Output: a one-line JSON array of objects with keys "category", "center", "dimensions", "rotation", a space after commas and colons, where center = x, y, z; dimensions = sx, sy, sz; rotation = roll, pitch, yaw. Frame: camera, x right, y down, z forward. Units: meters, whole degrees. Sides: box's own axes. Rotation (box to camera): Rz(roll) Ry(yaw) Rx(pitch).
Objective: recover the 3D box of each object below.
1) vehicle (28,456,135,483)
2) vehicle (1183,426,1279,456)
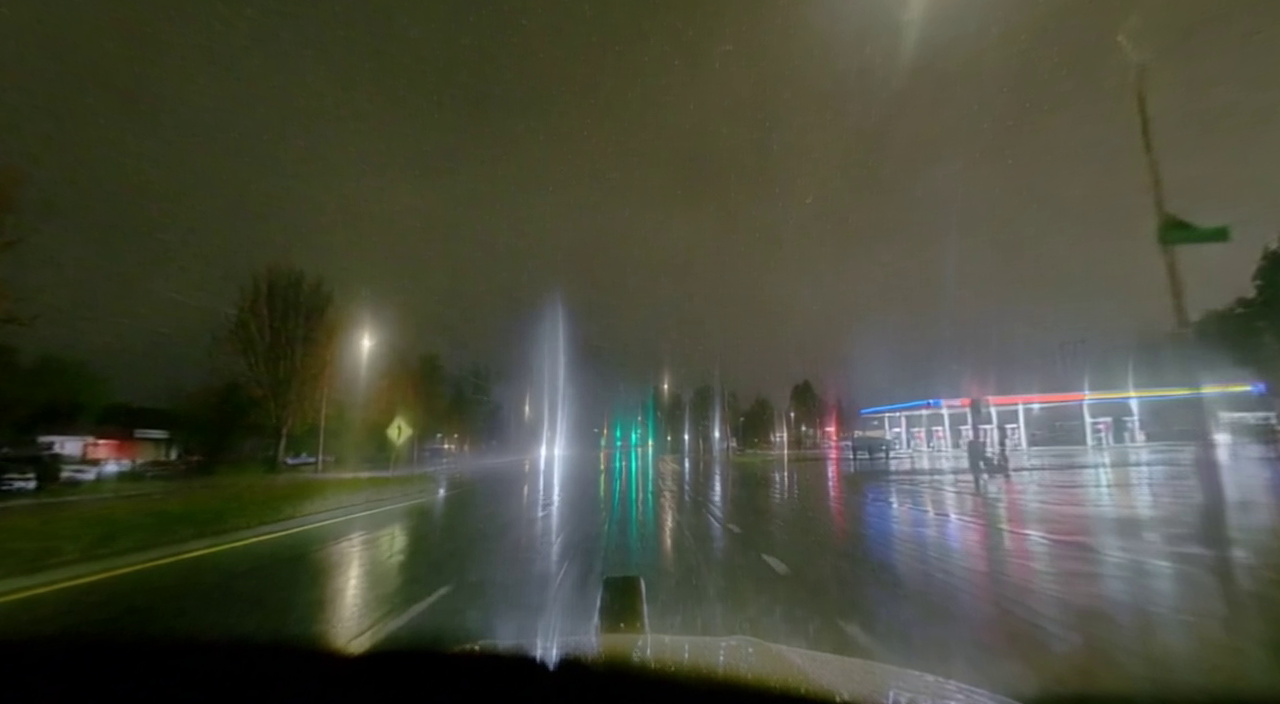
[{"category": "vehicle", "center": [-31.272, 6.563, 35.460], "dimensions": [4.287, 1.432, 1.794], "rotation": [0, -8, 0]}, {"category": "vehicle", "center": [31.202, 4.586, 32.542], "dimensions": [4.549, 1.476, 1.952], "rotation": [-1, -8, 2]}]
